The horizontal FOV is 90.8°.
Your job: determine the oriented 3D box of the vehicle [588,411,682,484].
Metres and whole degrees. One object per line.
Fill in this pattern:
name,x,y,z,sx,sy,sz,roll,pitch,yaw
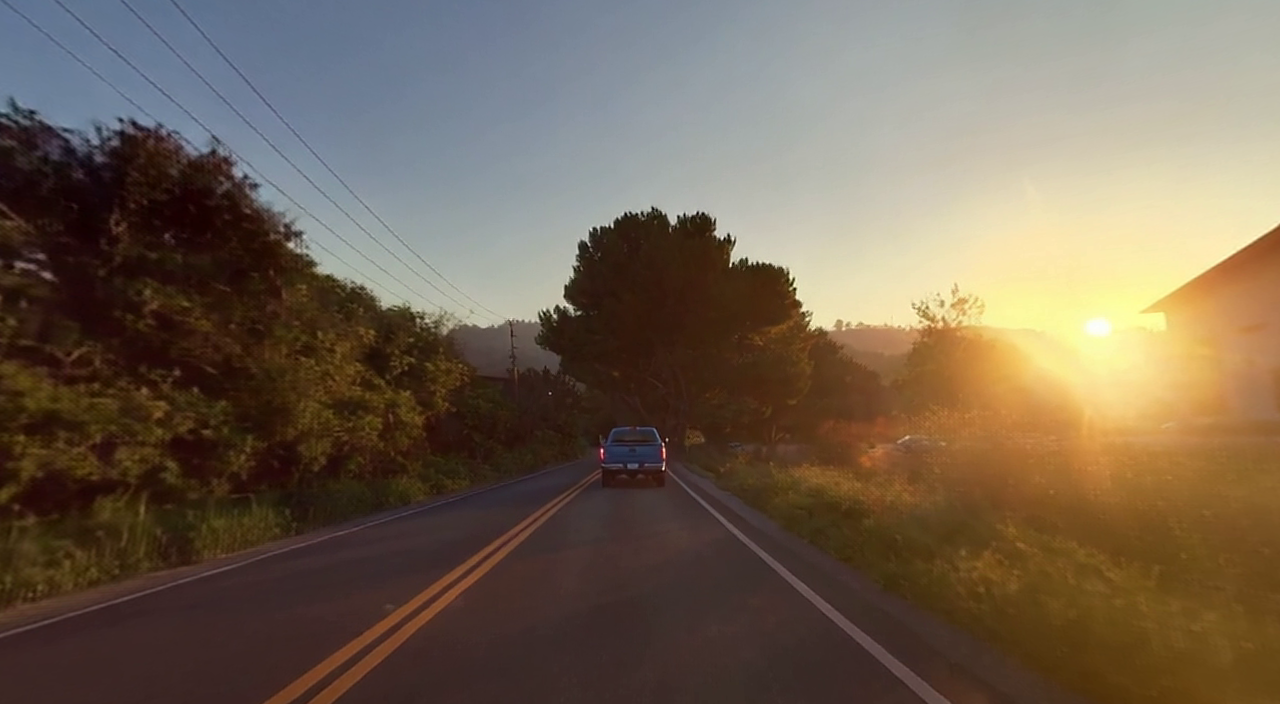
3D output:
vehicle,-0.259,3.599,23.980,3.021,2.326,7.410,0,-8,-1
